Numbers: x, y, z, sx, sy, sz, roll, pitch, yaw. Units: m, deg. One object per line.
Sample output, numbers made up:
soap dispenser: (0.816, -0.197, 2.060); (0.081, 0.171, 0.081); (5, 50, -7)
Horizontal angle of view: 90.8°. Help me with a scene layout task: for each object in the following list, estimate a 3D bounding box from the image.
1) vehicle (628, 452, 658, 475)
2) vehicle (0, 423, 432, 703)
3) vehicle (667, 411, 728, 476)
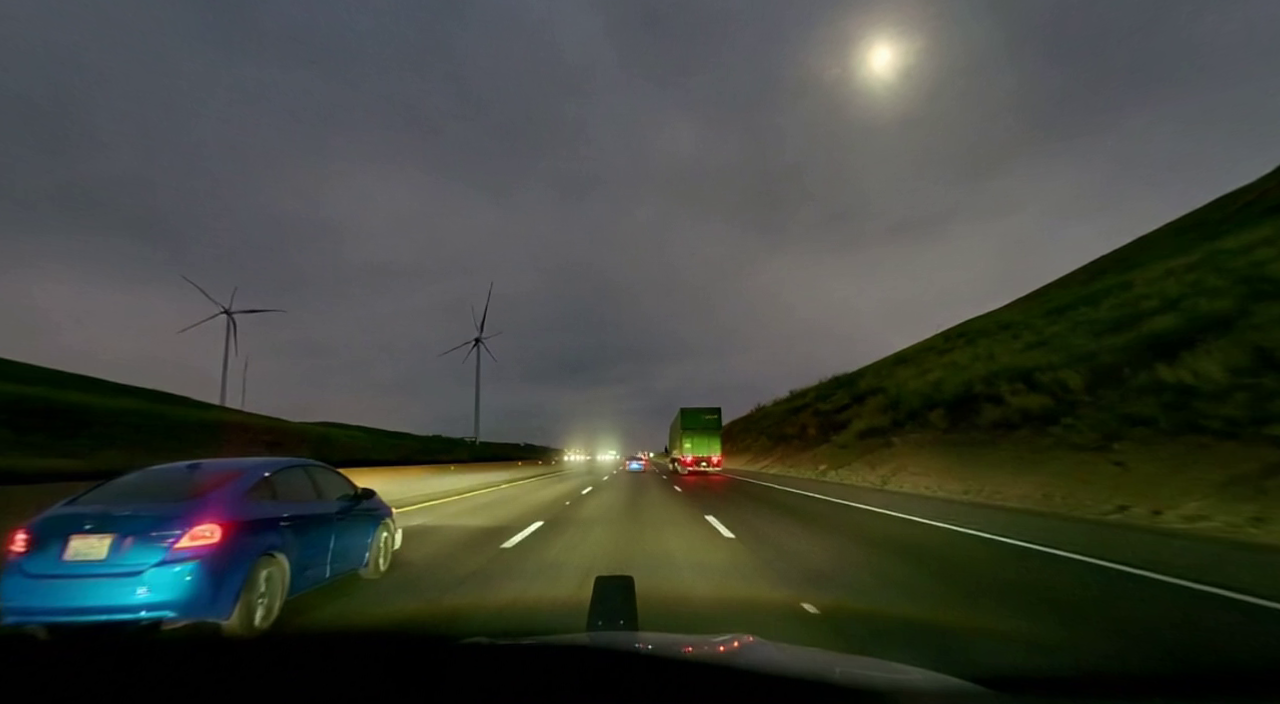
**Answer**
vehicle: (0.152, 7.583, 43.053); (1.931, 1.453, 3.695); (0, -9, -1)
vehicle: (-3.425, 1.442, 5.238); (1.952, 1.521, 4.095); (0, -9, 1)
vehicle: (3.829, 6.666, 45.786); (2.947, 3.989, 13.568); (0, -9, -1)
